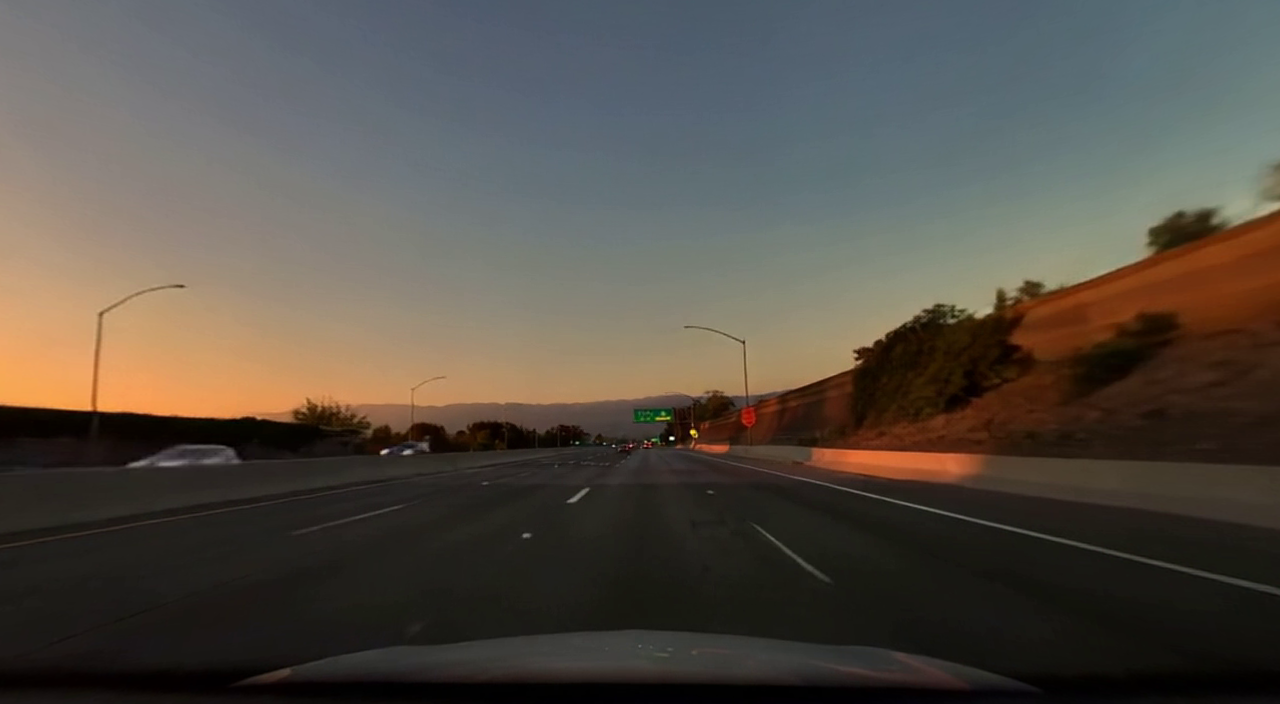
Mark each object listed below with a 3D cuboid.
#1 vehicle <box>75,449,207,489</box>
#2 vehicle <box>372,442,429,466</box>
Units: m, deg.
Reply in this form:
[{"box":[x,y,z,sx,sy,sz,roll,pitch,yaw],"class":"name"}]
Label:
[{"box":[-21.353,5.007,27.286,1.877,1.517,4.667,0,-8,0],"class":"vehicle"},{"box":[-17.515,7.473,46.337,2.004,1.600,5.305,-1,-8,1],"class":"vehicle"}]
